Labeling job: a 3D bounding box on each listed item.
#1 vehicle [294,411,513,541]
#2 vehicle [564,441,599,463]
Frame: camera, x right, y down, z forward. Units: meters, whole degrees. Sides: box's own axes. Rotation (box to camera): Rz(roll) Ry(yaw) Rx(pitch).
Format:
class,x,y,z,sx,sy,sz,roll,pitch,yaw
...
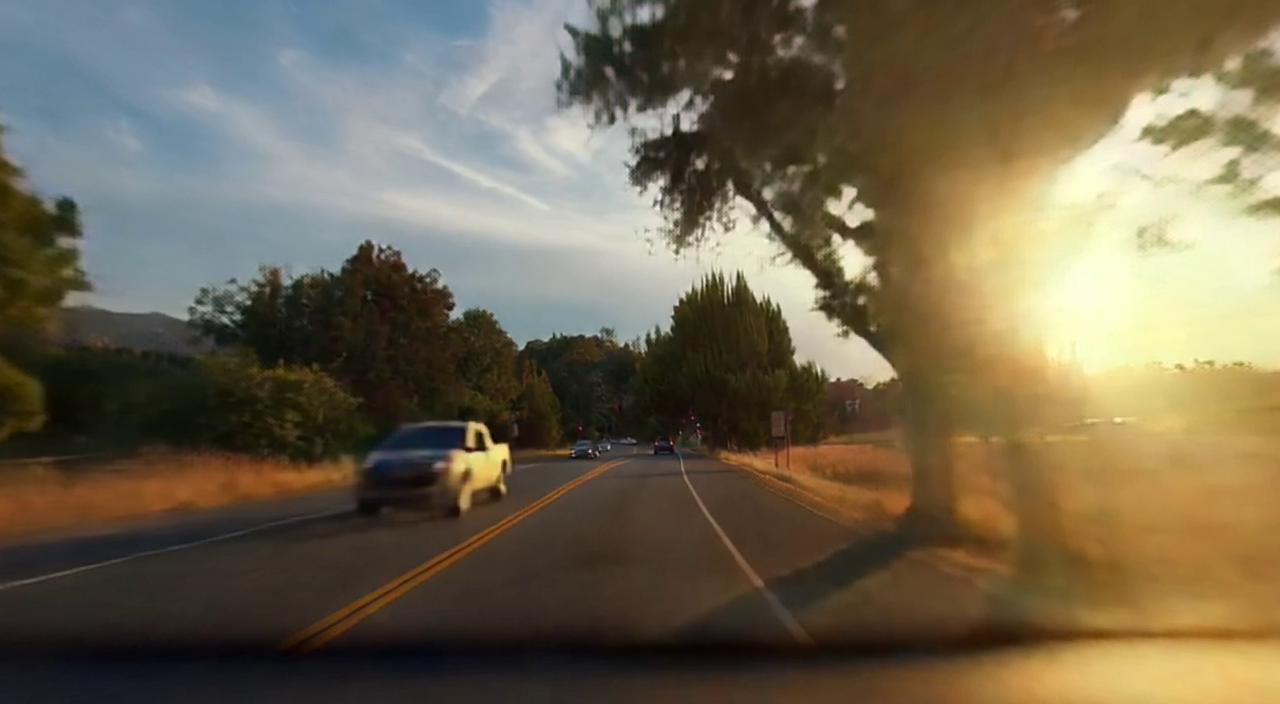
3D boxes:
class,x,y,z,sx,sy,sz,roll,pitch,yaw
vehicle,-3.790,2.076,11.258,2.097,1.791,4.663,-1,-8,0
vehicle,-4.161,7.197,45.670,2.002,1.455,4.450,-1,-8,2
